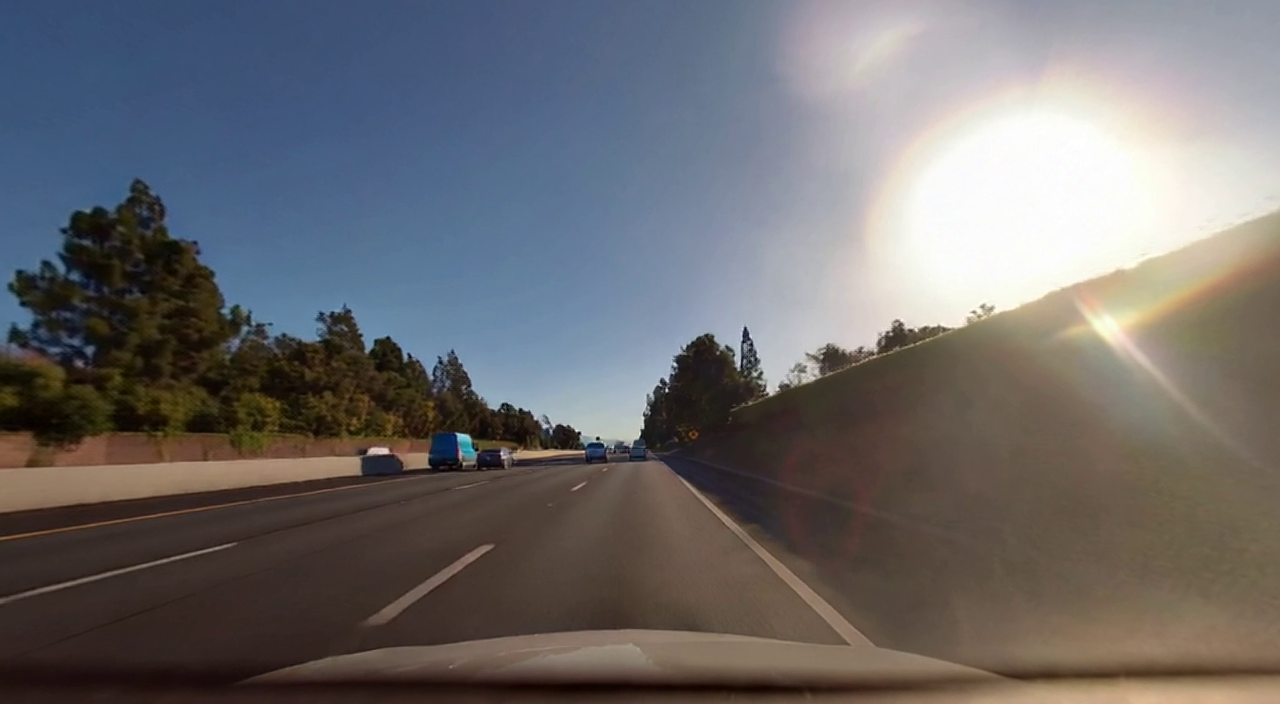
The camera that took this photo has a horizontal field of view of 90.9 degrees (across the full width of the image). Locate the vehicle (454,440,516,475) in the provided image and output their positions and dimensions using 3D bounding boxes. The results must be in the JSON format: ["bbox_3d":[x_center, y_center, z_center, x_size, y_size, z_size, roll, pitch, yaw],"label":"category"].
[{"bbox_3d":[-7.586,5.207,31.322,2.014,1.598,4.015,0,-8,1],"label":"vehicle"}]

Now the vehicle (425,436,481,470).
[{"bbox_3d":[-11.087,6.012,37.735,1.977,1.870,4.525,0,-8,0],"label":"vehicle"}]
